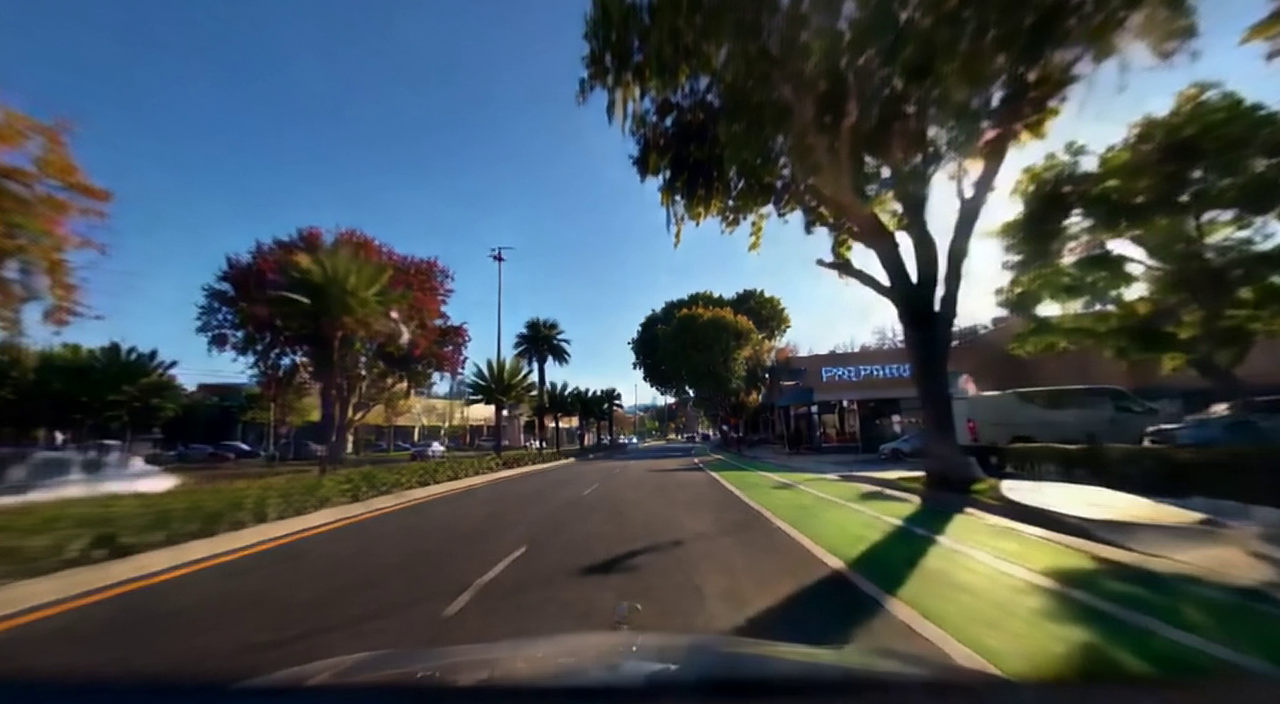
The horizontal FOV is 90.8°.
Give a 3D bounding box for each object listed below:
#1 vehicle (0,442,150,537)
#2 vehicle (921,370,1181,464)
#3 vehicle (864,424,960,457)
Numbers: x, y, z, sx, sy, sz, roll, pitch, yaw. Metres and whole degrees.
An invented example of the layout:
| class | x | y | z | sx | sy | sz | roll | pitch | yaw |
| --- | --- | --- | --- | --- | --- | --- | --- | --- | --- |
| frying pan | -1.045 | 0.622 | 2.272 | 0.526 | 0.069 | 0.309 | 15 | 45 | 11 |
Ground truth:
| class | x | y | z | sx | sy | sz | roll | pitch | yaw |
| --- | --- | --- | --- | --- | --- | --- | --- | --- | --- |
| vehicle | -11.108 | 2.305 | 10.856 | 1.925 | 1.492 | 4.200 | 0 | -8 | 1 |
| vehicle | 14.603 | 2.390 | 22.814 | 7.635 | 3.131 | 2.691 | 0 | -8 | -6 |
| vehicle | 14.720 | 4.852 | 34.457 | 4.601 | 1.696 | 1.977 | -4 | -9 | 21 |
